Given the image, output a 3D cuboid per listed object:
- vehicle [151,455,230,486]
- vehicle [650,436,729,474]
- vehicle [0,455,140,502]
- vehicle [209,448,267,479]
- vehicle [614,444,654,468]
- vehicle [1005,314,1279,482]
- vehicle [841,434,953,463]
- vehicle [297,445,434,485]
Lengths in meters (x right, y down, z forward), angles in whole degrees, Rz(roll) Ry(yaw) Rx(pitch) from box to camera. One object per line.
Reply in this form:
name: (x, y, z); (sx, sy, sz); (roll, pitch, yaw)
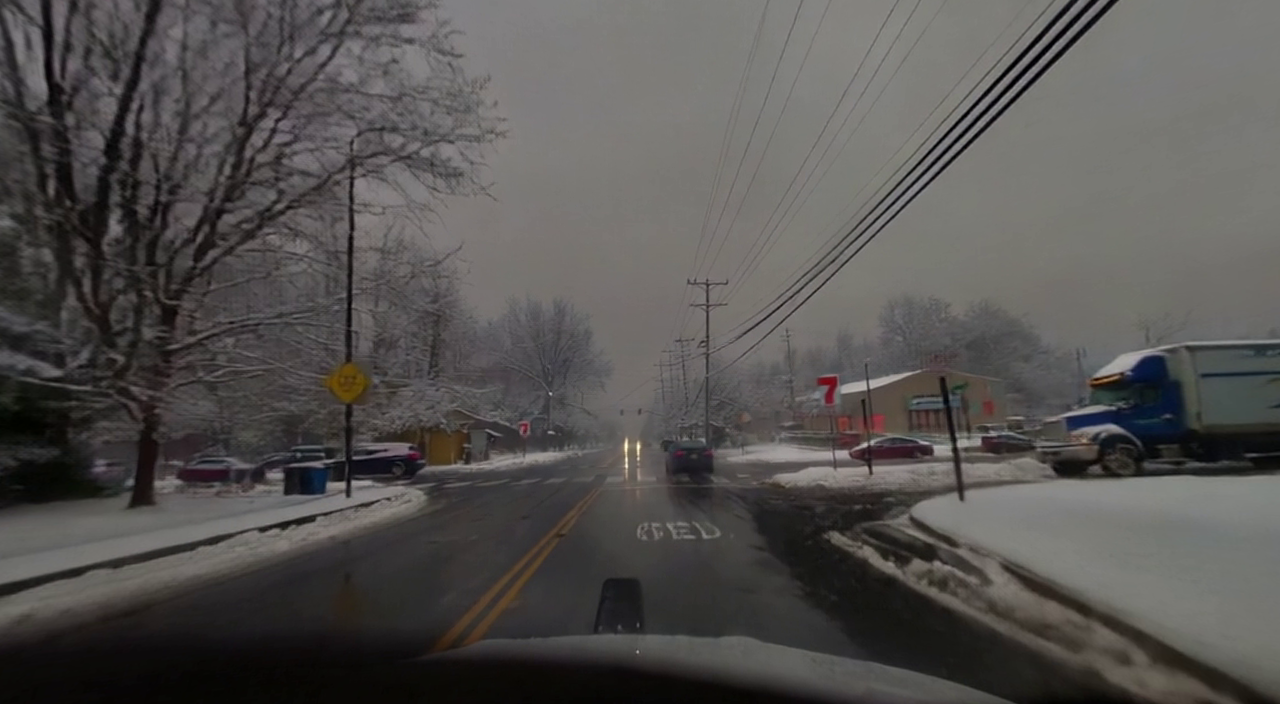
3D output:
vehicle: (-29.201, 7.696, 41.236); (2.085, 1.763, 4.658); (1, -8, -6)
vehicle: (2.554, 5.553, 34.455); (2.553, 1.868, 5.536); (2, -9, -15)
vehicle: (-25.663, 5.438, 27.313); (5.763, 1.855, 2.340); (2, -8, -8)
vehicle: (-30.289, 8.405, 47.761); (2.087, 2.103, 4.490); (0, -9, -10)
vehicle: (-0.439, 6.686, 40.809); (1.874, 1.427, 3.976); (2, -9, -12)
vehicle: (15.084, 1.263, 15.976); (9.897, 3.821, 2.789); (1, -8, -1)
vehicle: (13.076, 4.942, 32.364); (4.872, 1.400, 1.955); (-1, -8, 2)
vehicle: (-13.791, 5.689, 32.104); (5.866, 1.904, 2.197); (1, -9, -6)
